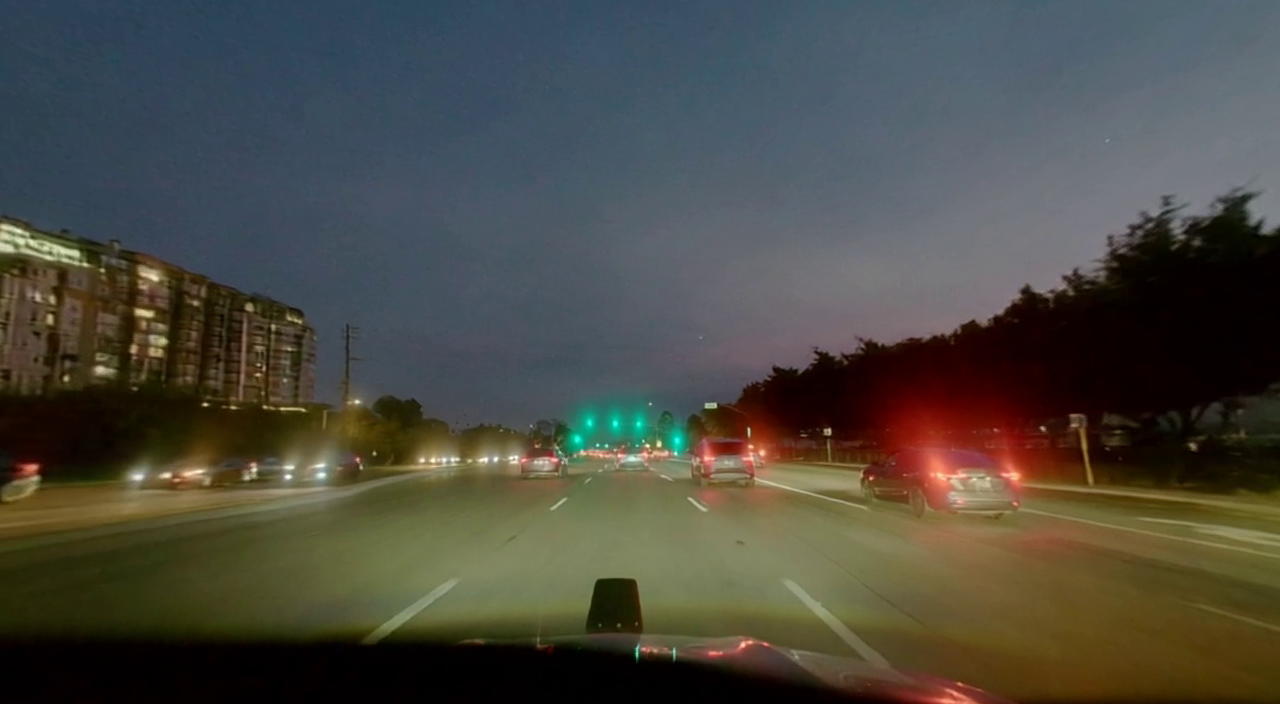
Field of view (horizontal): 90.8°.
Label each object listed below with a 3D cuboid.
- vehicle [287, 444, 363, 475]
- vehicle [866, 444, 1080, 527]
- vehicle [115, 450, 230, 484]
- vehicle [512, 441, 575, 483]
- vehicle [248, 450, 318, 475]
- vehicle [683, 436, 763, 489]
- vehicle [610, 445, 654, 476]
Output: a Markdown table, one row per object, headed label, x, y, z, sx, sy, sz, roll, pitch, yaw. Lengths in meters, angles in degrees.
| label | x | y | z | sx | sy | sz | roll | pitch | yaw |
| --- | --- | --- | --- | --- | --- | --- | --- | --- | --- |
| vehicle | -19.023 | 6.502 | 38.431 | 2.241 | 1.732 | 4.747 | 0 | -8 | -1 |
| vehicle | 6.495 | 2.609 | 13.025 | 1.945 | 1.408 | 4.288 | 0 | -8 | -2 |
| vehicle | -22.599 | 5.559 | 30.840 | 2.019 | 1.467 | 4.808 | 0 | -8 | -1 |
| vehicle | -4.197 | 4.826 | 28.049 | 2.172 | 1.671 | 4.175 | 0 | -8 | -1 |
| vehicle | -22.830 | 7.039 | 40.610 | 1.919 | 1.462 | 4.580 | 0 | -8 | -1 |
| vehicle | 2.899 | 3.973 | 23.078 | 2.161 | 1.716 | 4.194 | 0 | -8 | -3 |
| vehicle | -0.468 | 5.596 | 32.882 | 2.155 | 1.486 | 4.403 | 0 | -8 | -2 |
